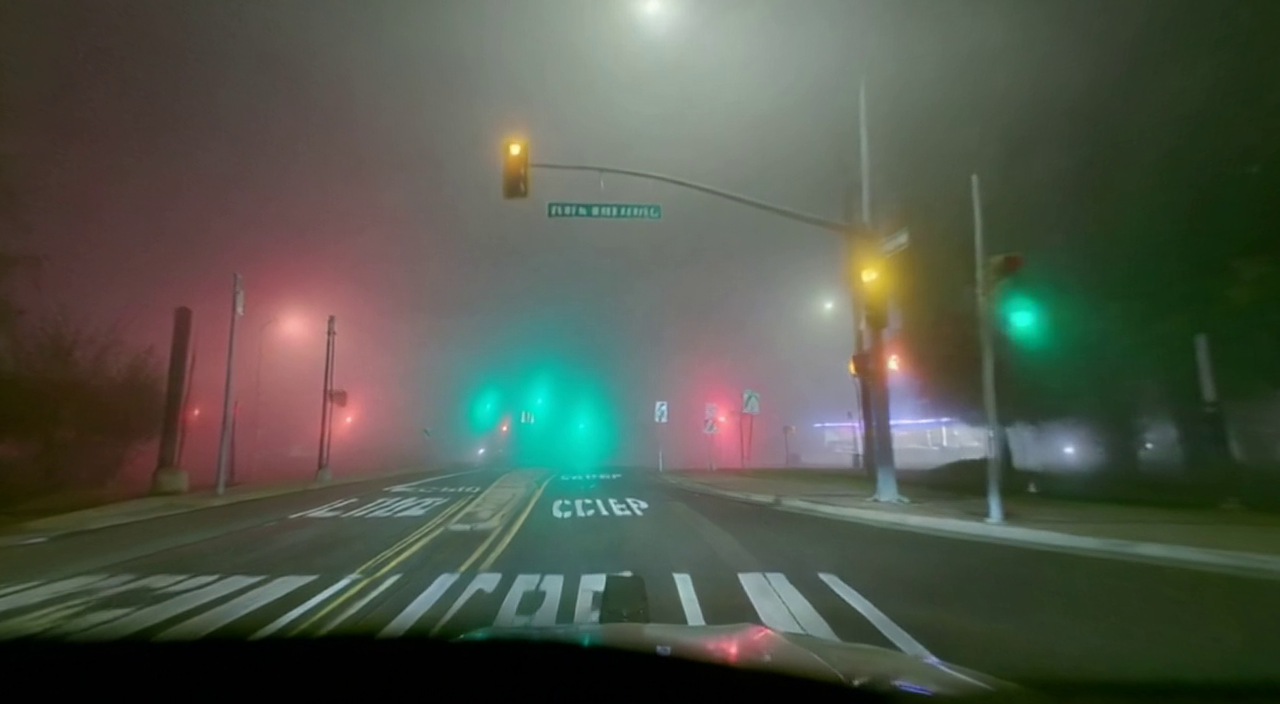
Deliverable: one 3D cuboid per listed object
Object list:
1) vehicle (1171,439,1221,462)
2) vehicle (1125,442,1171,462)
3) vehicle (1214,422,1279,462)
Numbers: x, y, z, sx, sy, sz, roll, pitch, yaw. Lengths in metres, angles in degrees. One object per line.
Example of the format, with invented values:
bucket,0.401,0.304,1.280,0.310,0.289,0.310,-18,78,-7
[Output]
vehicle,42.641,7.526,48.195,1.870,1.458,3.667,-4,-6,26
vehicle,39.595,7.752,49.010,1.926,1.441,3.860,-3,-8,26
vehicle,45.585,6.635,46.701,2.420,2.792,6.047,-4,-8,26
